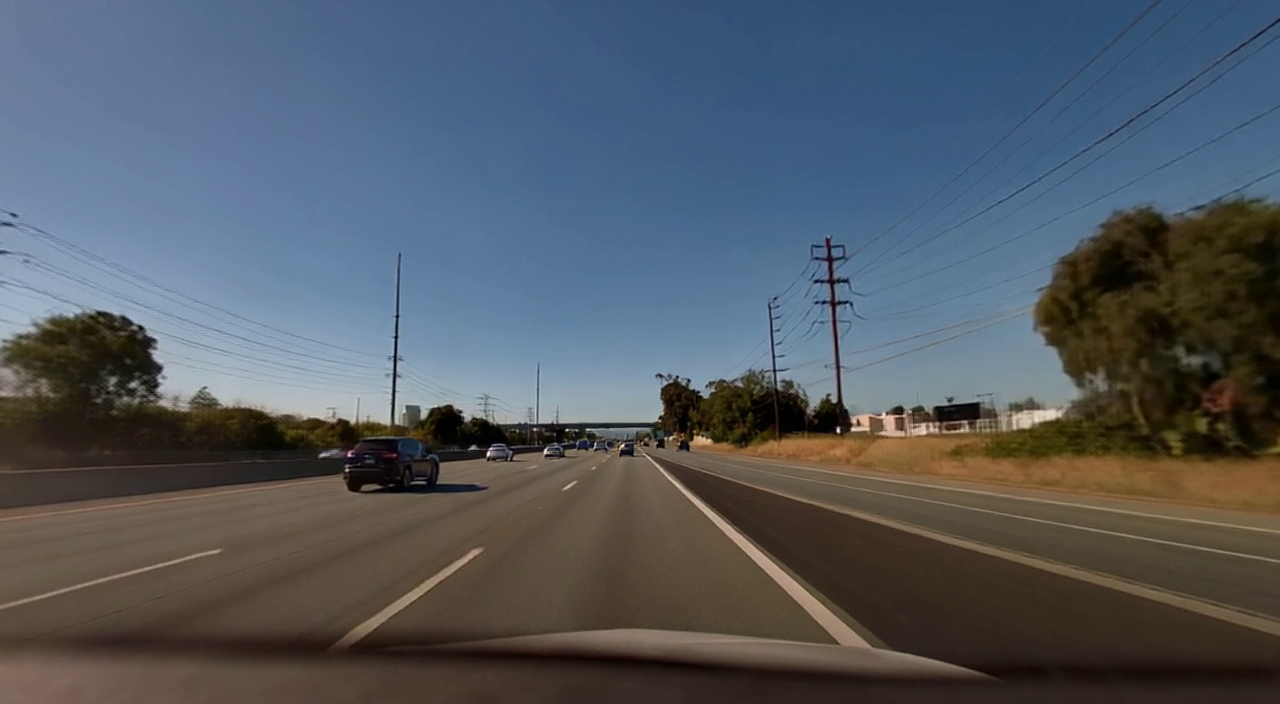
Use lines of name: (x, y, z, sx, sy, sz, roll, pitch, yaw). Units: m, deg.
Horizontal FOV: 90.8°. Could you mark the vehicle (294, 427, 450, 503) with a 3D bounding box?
vehicle: (-7.205, 3.101, 17.797, 2.115, 1.799, 5.444, 0, -9, -1)
